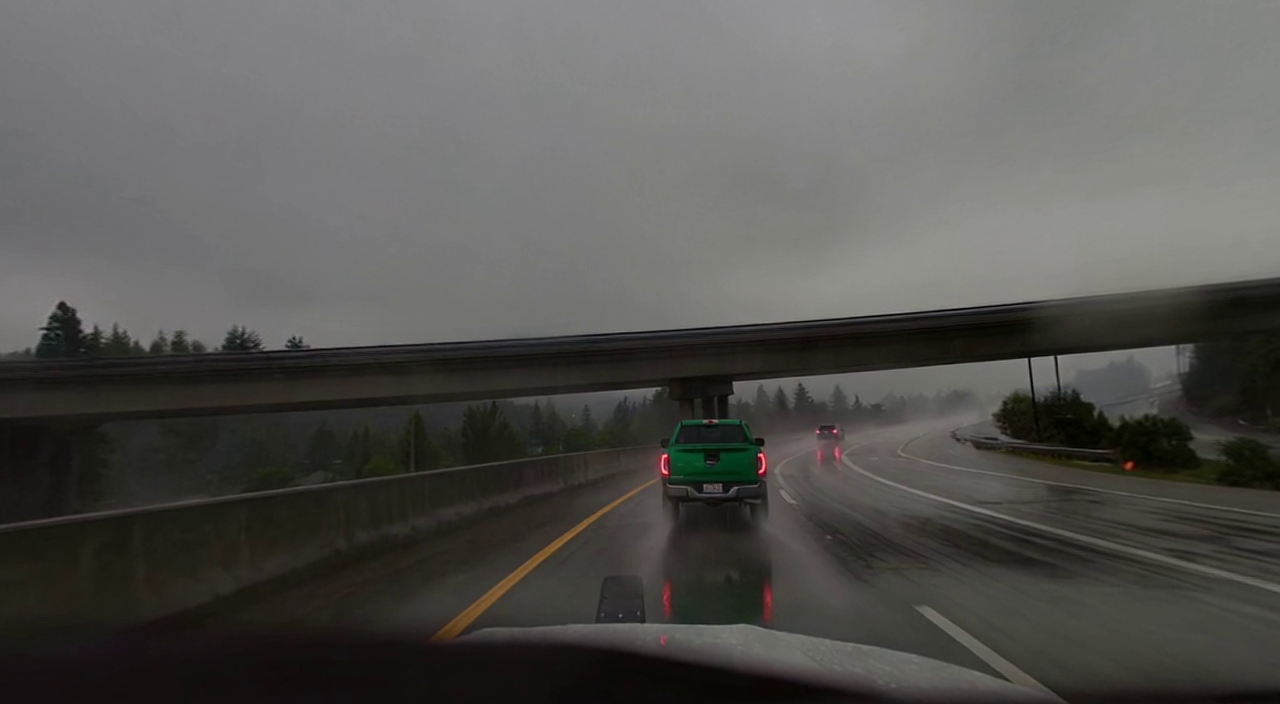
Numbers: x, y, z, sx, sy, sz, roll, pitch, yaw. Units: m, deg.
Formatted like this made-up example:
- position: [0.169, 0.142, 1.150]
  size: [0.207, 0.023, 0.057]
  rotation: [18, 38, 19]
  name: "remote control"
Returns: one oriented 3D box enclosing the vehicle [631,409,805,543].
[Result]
- position: [1.237, 1.937, 10.465]
  size: [2.235, 1.716, 4.435]
  rotation: [-1, -9, 6]
  name: "vehicle"
